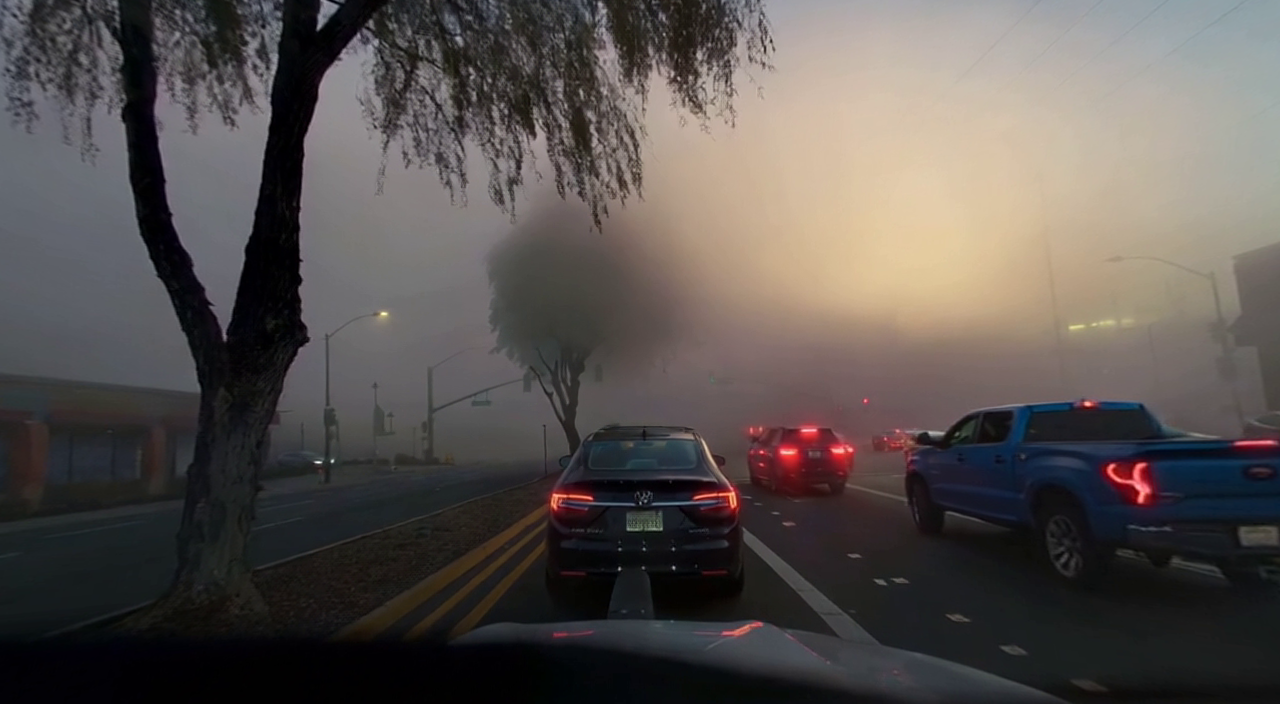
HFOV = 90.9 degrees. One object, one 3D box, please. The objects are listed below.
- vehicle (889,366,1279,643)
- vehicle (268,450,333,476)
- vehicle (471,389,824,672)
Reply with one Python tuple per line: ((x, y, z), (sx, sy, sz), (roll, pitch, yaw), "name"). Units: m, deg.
((4.553, 1.326, 6.524), (2.019, 1.803, 4.634), (0, -8, 0), "vehicle")
((-24.060, 7.844, 44.878), (1.798, 1.706, 4.385), (-1, -8, 6), "vehicle")
((0.006, 1.360, 5.859), (2.116, 1.677, 3.948), (0, -8, -1), "vehicle")
